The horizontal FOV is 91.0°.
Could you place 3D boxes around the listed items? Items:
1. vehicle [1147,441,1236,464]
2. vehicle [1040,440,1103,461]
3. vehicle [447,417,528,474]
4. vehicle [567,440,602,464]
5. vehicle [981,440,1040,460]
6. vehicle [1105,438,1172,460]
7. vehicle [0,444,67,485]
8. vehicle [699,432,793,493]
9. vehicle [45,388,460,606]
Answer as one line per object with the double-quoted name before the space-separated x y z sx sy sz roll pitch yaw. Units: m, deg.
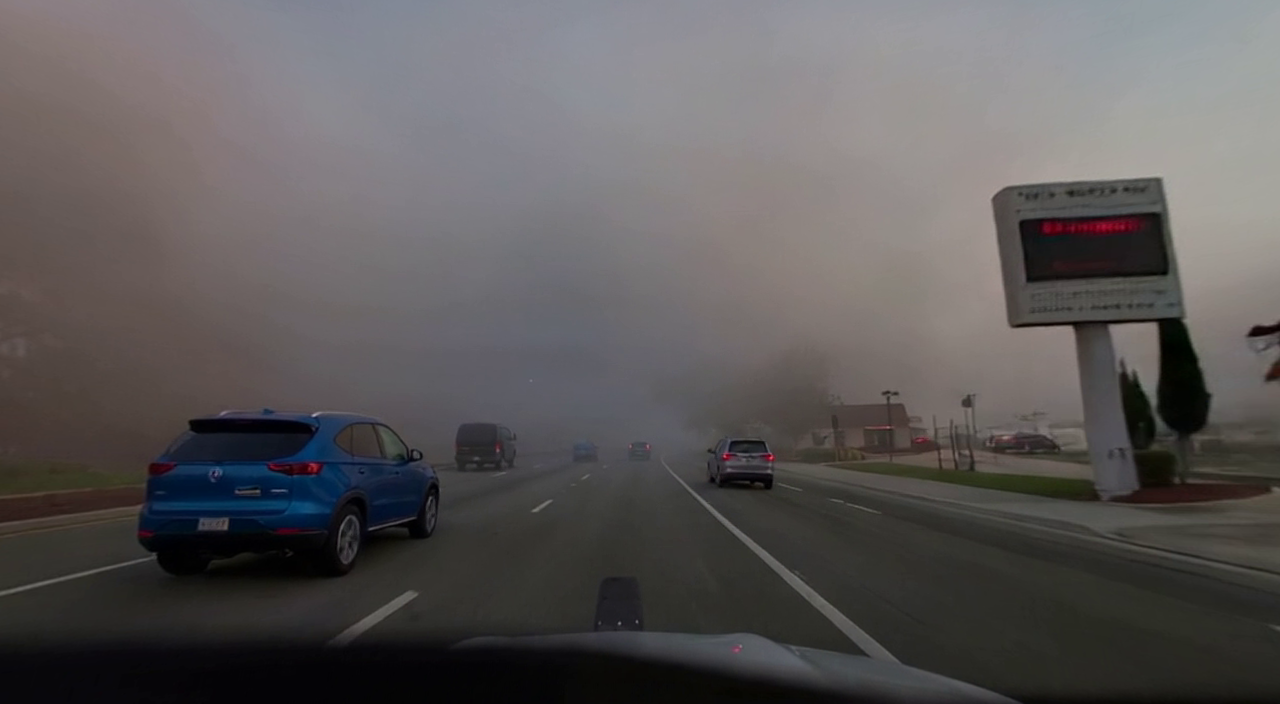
"vehicle" 43.209 7.878 49.543 1.980 1.596 5.674 -1 -8 1
"vehicle" 33.200 7.611 48.576 1.817 1.503 4.238 0 -9 -1
"vehicle" -7.648 4.831 32.444 2.863 2.592 6.410 1 -9 -3
"vehicle" -4.091 7.519 47.320 2.133 1.677 4.727 0 -9 0
"vehicle" 28.095 7.434 47.886 1.760 1.431 4.343 0 -9 -2
"vehicle" 38.142 7.434 48.286 1.812 1.641 3.875 1 -9 -3
"vehicle" -29.963 5.255 29.551 4.126 1.850 1.972 0 -9 2
"vehicle" 3.375 3.648 21.150 2.167 1.792 4.835 1 -9 -2
"vehicle" -3.756 1.495 7.311 2.038 1.748 4.303 0 -9 0
